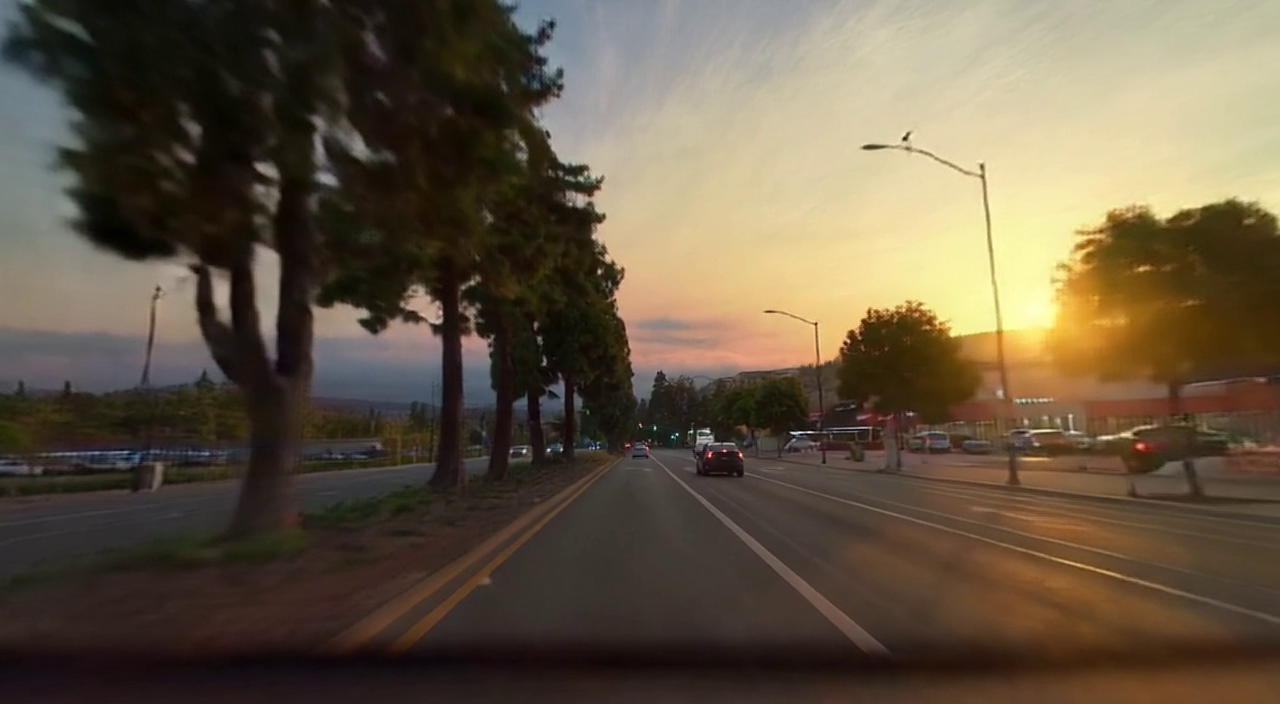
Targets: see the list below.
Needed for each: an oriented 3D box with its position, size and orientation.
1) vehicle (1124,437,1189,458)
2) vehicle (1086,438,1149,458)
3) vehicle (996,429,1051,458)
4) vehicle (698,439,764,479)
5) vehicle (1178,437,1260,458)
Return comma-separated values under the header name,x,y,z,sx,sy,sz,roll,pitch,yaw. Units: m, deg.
name,x,y,z,sx,sy,sz,roll,pitch,yaw
vehicle,38.579,7.163,47.267,1.700,1.429,3.674,-1,-9,1
vehicle,36.015,7.291,47.771,1.819,1.436,4.046,-1,-9,5
vehicle,28.914,6.939,47.820,2.501,2.045,5.267,-3,-9,20
vehicle,3.657,4.380,26.156,1.983,1.482,4.463,0,-9,-1
vehicle,43.350,7.165,47.404,1.901,1.411,4.378,-2,-9,-1
